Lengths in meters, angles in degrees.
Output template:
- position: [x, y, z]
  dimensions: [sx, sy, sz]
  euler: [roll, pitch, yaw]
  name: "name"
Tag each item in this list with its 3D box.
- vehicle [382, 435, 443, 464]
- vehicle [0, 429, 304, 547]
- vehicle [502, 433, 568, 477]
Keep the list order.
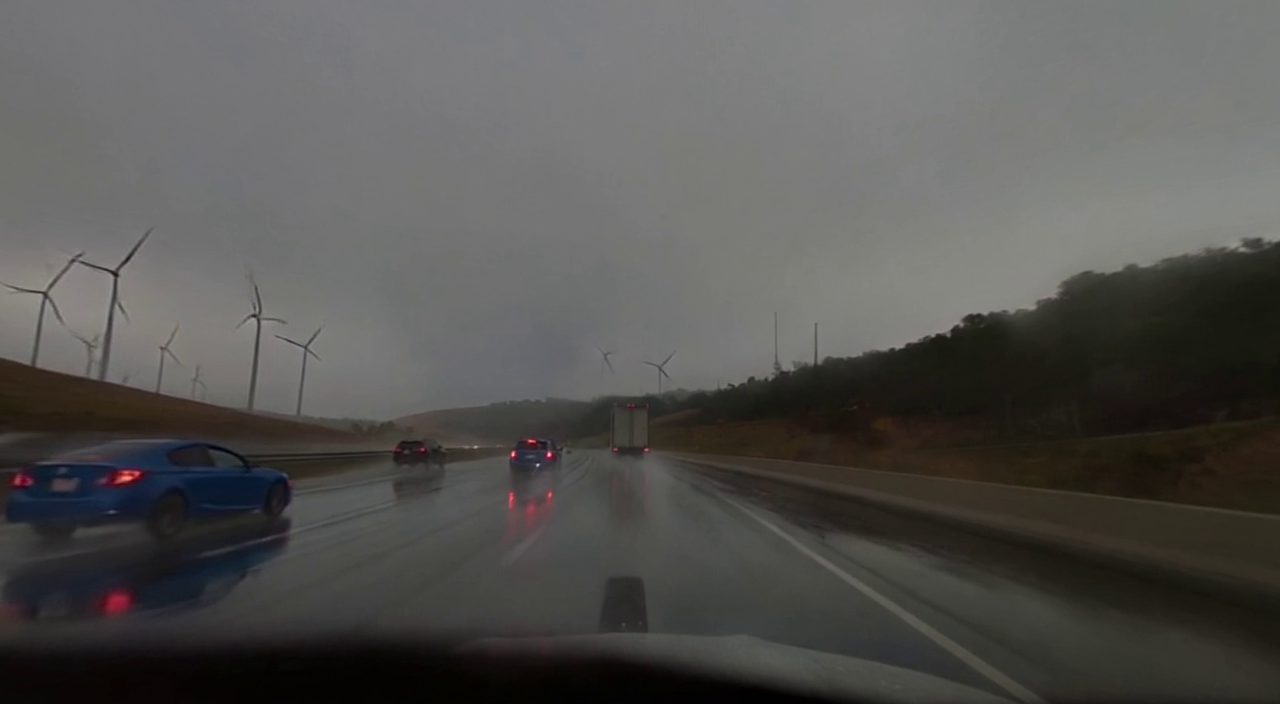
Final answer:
- position: [-15.489, 6.704, 43.184]
  dimensions: [2.285, 1.835, 5.672]
  euler: [0, -8, -2]
  name: "vehicle"
- position: [-7.980, 2.079, 10.383]
  dimensions: [2.271, 1.488, 4.597]
  euler: [0, -8, 0]
  name: "vehicle"
- position: [-4.304, 4.296, 26.357]
  dimensions: [2.109, 1.684, 3.783]
  euler: [0, -8, 0]
  name: "vehicle"
